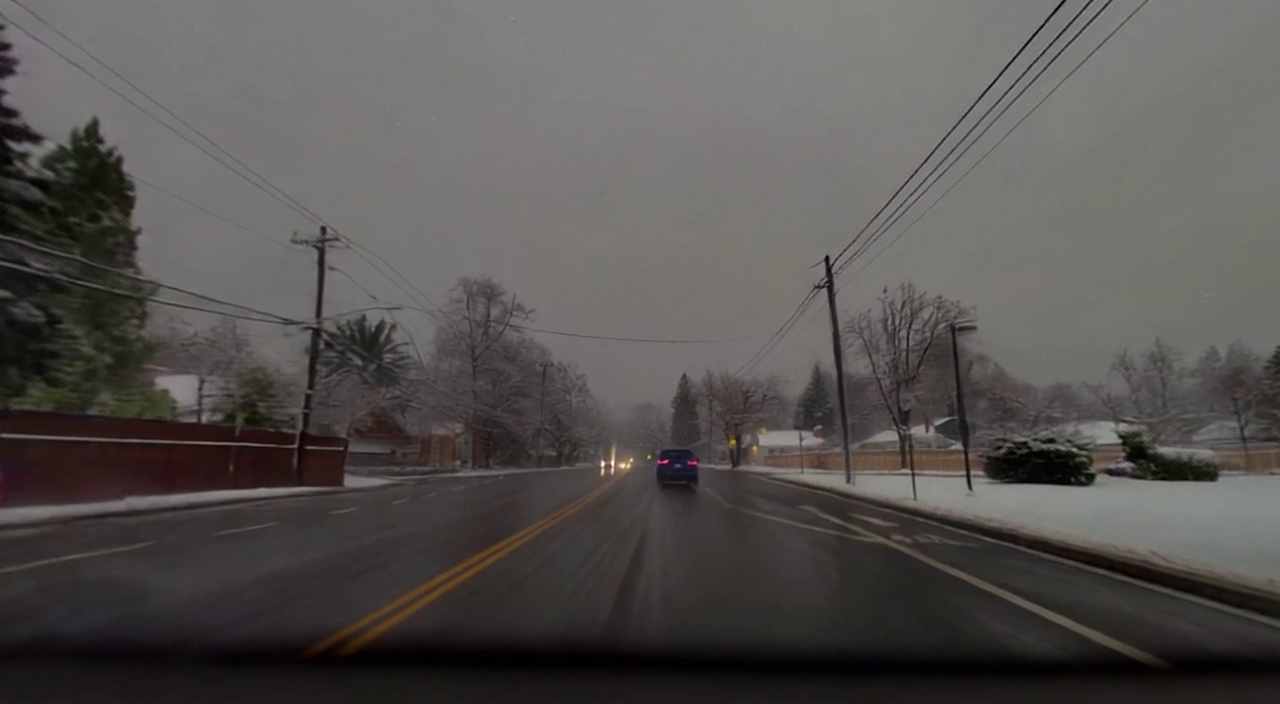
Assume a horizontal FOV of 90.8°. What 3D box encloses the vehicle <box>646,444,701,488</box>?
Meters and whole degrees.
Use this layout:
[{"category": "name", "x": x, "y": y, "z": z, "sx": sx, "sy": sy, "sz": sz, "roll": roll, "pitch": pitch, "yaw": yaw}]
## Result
[{"category": "vehicle", "x": 1.363, "y": 4.797, "z": 26.859, "sx": 2.139, "sy": 1.699, "sz": 3.916, "roll": 0, "pitch": -9, "yaw": 1}]
